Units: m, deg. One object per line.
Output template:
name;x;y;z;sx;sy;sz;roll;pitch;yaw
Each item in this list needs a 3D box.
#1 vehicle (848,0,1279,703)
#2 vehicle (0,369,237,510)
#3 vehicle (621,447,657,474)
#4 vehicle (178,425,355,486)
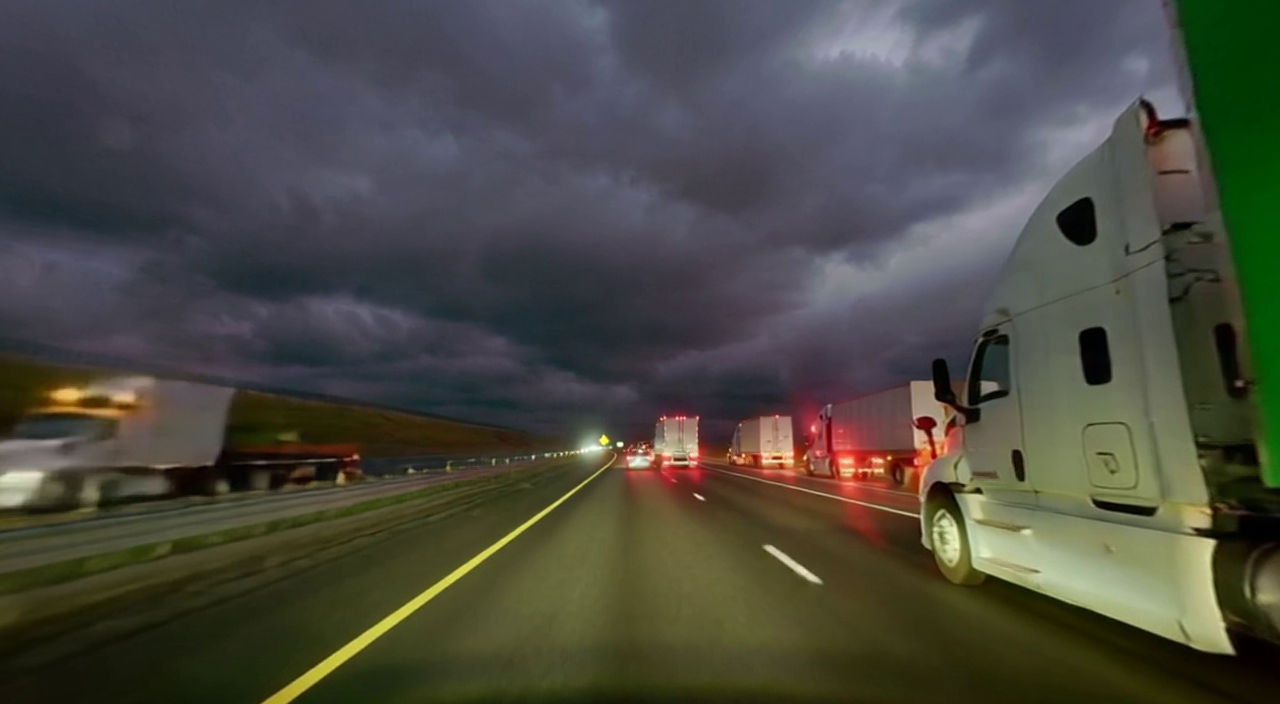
vehicle;3.640;0.004;3.166;2.990;3.934;6.180;0;-9;0
vehicle;-12.529;2.072;14.745;2.278;2.621;5.863;0;-9;0
vehicle;-0.107;6.108;35.671;1.927;1.437;3.794;0;-9;-1
vehicle;-12.630;3.603;22.102;2.289;1.820;6.451;0;-9;0
